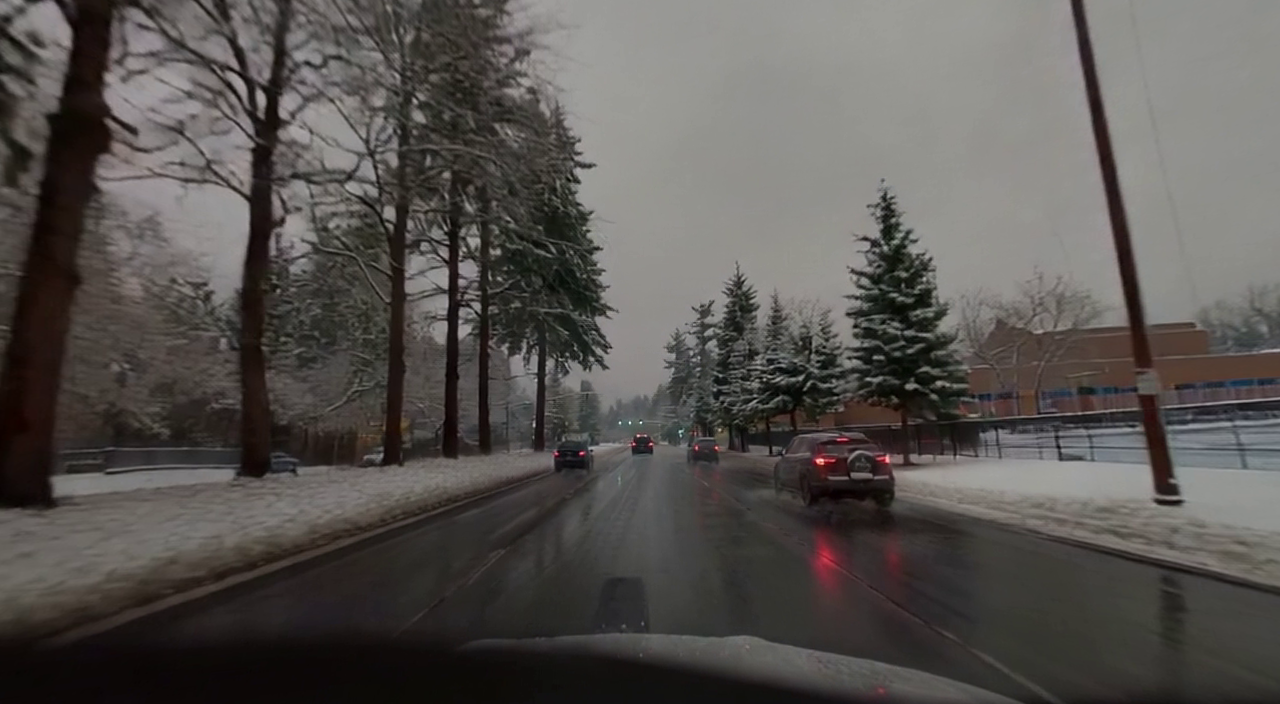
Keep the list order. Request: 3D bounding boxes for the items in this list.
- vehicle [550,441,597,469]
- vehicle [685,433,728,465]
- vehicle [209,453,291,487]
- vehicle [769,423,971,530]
[{"bbox_3d":[-3.460,5.447,33.503,2.013,1.354,3.908,0,-8,1],"label":"vehicle"},{"bbox_3d":[3.815,5.683,37.028,1.980,1.709,4.367,0,-8,-1],"label":"vehicle"},{"bbox_3d":[-22.578,6.797,36.718,1.959,1.733,4.681,0,-8,-3],"label":"vehicle"},{"bbox_3d":[3.700,2.078,11.091,1.919,1.502,4.232,0,-8,-1],"label":"vehicle"}]
